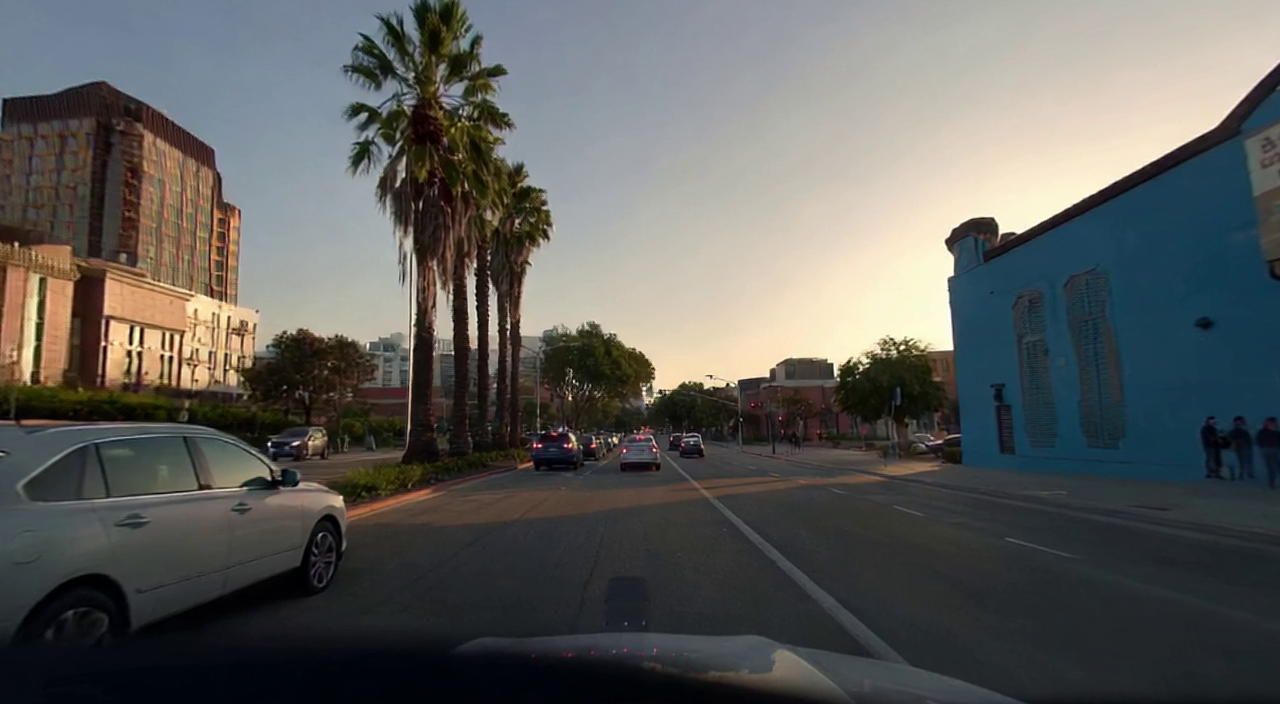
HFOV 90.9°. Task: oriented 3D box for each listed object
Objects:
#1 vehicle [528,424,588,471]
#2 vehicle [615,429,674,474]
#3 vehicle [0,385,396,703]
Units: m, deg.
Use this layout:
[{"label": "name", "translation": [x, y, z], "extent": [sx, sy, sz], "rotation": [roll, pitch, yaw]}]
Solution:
[{"label": "vehicle", "translation": [-3.266, 3.920, 25.933], "extent": [1.914, 1.741, 4.398], "rotation": [0, -8, -1]}, {"label": "vehicle", "translation": [0.156, 3.911, 24.953], "extent": [2.114, 1.585, 4.285], "rotation": [0, -8, 0]}, {"label": "vehicle", "translation": [-3.562, 1.160, 4.342], "extent": [1.875, 1.526, 4.542], "rotation": [0, -8, 1]}]
